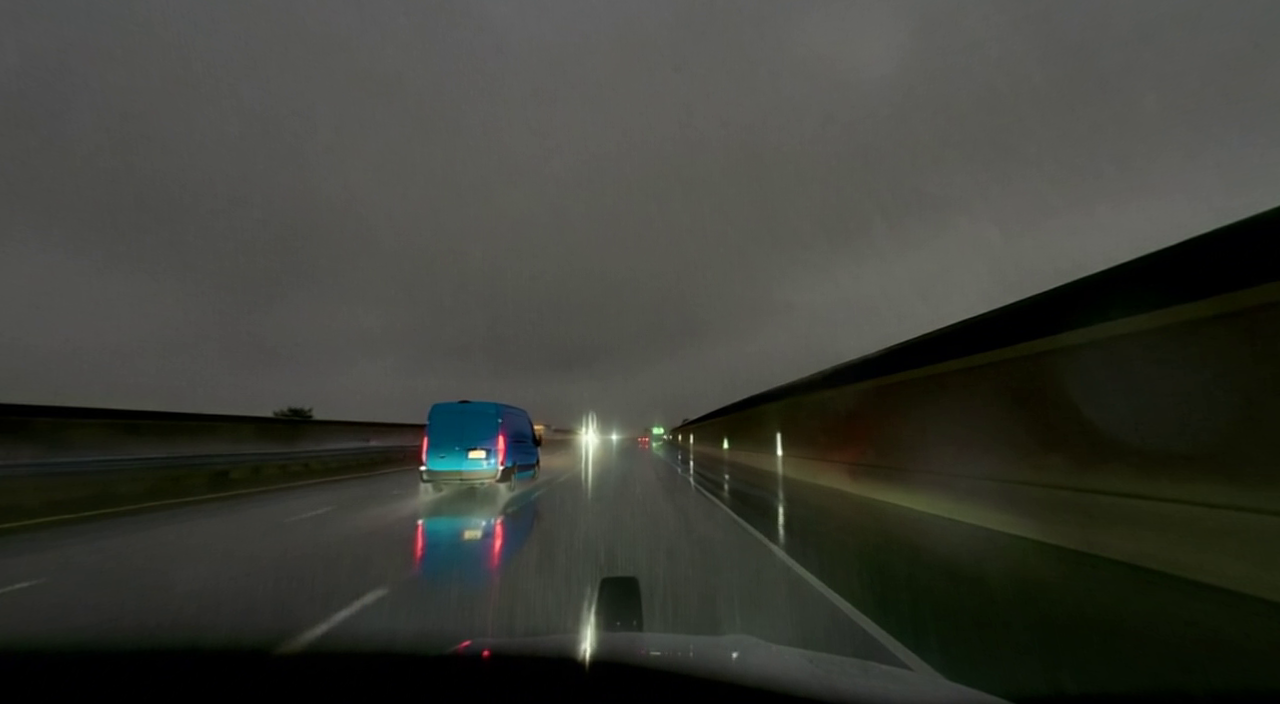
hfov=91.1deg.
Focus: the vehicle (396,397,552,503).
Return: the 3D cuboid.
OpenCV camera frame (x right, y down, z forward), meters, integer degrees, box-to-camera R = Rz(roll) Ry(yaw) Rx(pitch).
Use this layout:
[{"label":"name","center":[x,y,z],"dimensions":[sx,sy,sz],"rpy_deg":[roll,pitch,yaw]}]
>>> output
[{"label":"vehicle","center":[-3.575,2.229,14.704],"dimensions":[2.309,2.053,4.884],"rpy_deg":[0,-8,0]}]
